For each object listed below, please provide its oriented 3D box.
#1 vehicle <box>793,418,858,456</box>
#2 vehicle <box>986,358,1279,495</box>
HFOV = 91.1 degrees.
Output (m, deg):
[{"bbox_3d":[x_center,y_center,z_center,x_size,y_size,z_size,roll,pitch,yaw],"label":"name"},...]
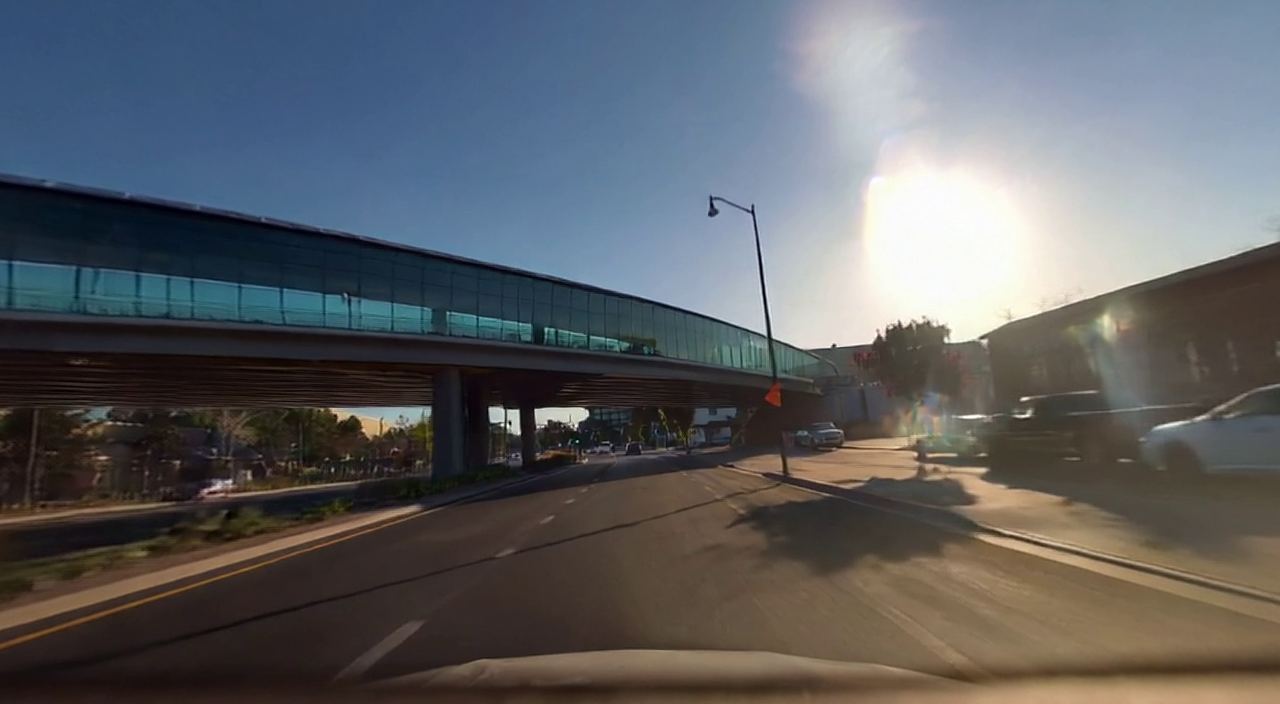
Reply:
[{"bbox_3d":[10.654,4.966,36.428,2.244,1.866,4.603,-6,-8,0],"label":"vehicle"},{"bbox_3d":[10.472,1.635,13.554,2.287,1.953,5.796,-11,-8,-3],"label":"vehicle"}]
